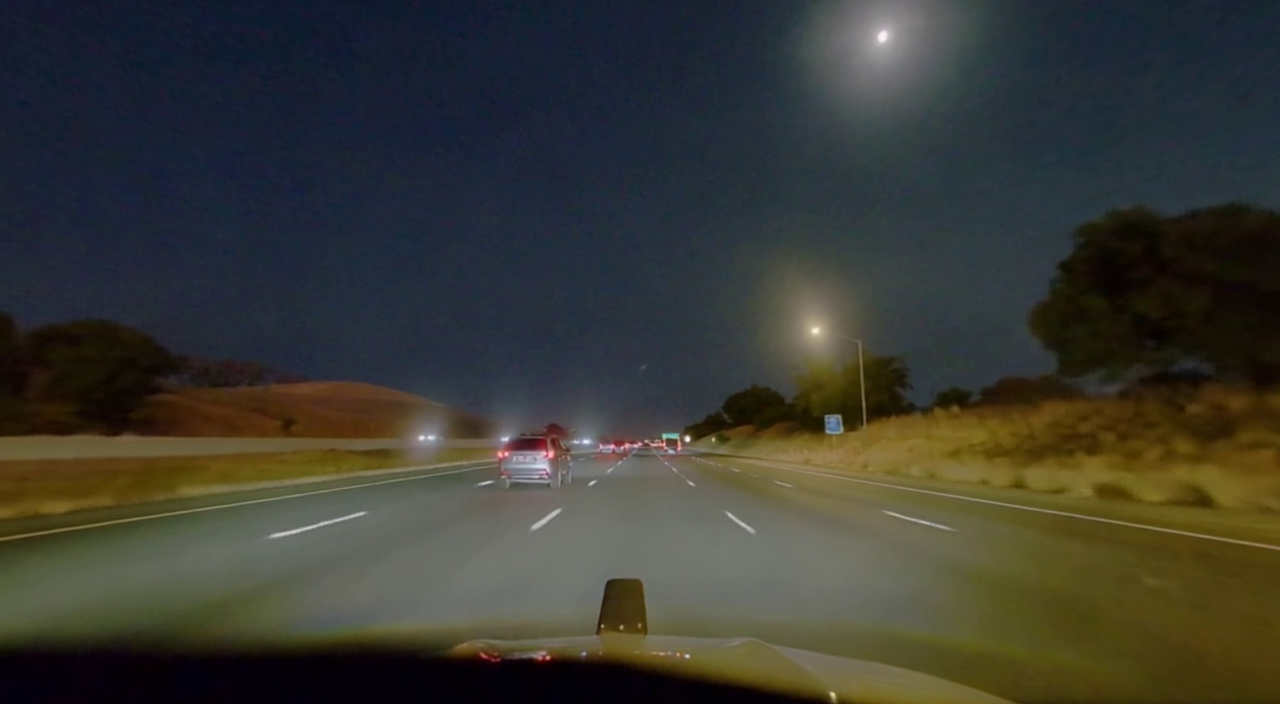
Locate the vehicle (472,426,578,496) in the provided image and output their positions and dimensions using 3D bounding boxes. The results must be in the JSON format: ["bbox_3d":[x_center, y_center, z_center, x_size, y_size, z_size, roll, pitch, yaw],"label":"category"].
[{"bbox_3d":[-3.294,3.270,19.190,2.218,1.848,4.789,0,-9,1],"label":"vehicle"}]
